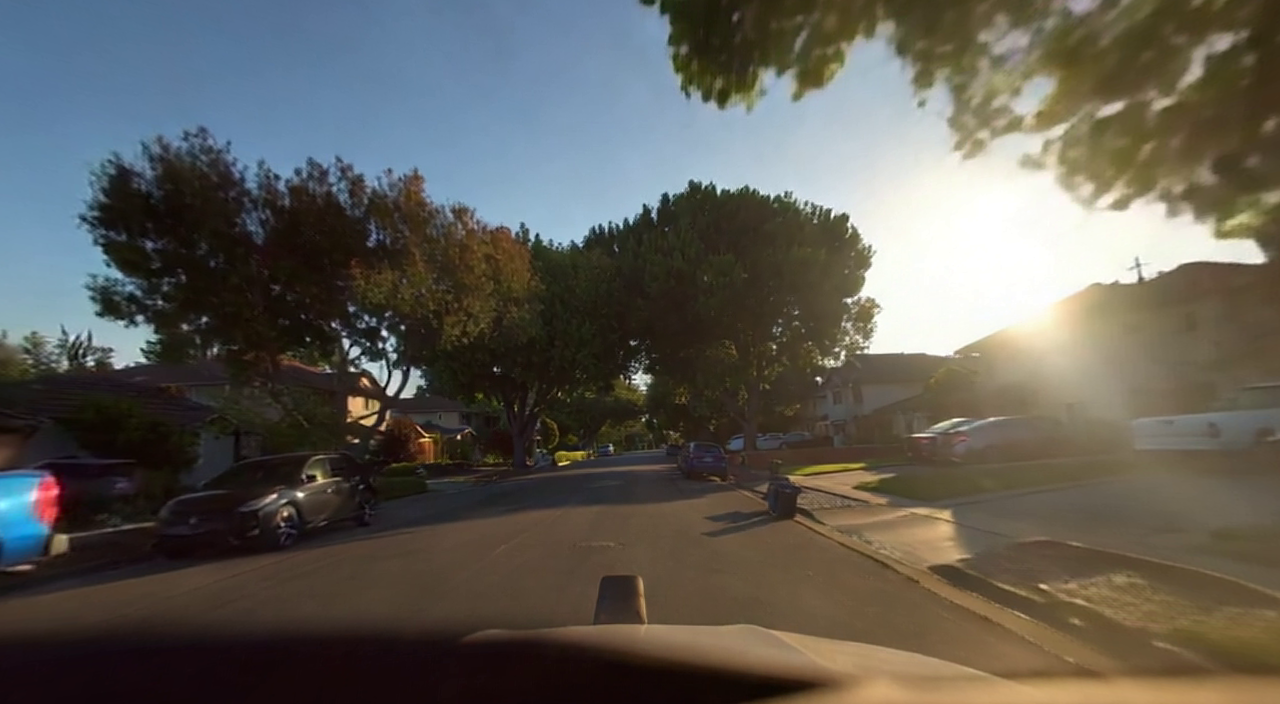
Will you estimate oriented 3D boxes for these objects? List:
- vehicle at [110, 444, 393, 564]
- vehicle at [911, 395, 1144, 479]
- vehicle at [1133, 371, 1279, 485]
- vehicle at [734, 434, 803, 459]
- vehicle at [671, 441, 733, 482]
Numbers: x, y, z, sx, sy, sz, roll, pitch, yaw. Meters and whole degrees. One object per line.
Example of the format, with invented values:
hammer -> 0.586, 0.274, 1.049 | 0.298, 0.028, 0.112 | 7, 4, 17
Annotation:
vehicle -> -6.233, 2.428, 10.966 | 1.995, 1.608, 4.596 | 0, -9, 0
vehicle -> 10.841, 2.429, 17.958 | 5.097, 1.824, 2.113 | -5, -9, 0
vehicle -> 13.835, 1.527, 12.475 | 5.834, 2.019, 2.540 | 0, -9, 2
vehicle -> 9.604, 7.104, 47.271 | 4.710, 1.512, 1.894 | -3, -9, 1
vehicle -> 2.389, 4.345, 25.361 | 2.006, 1.494, 4.211 | 0, -9, -1
